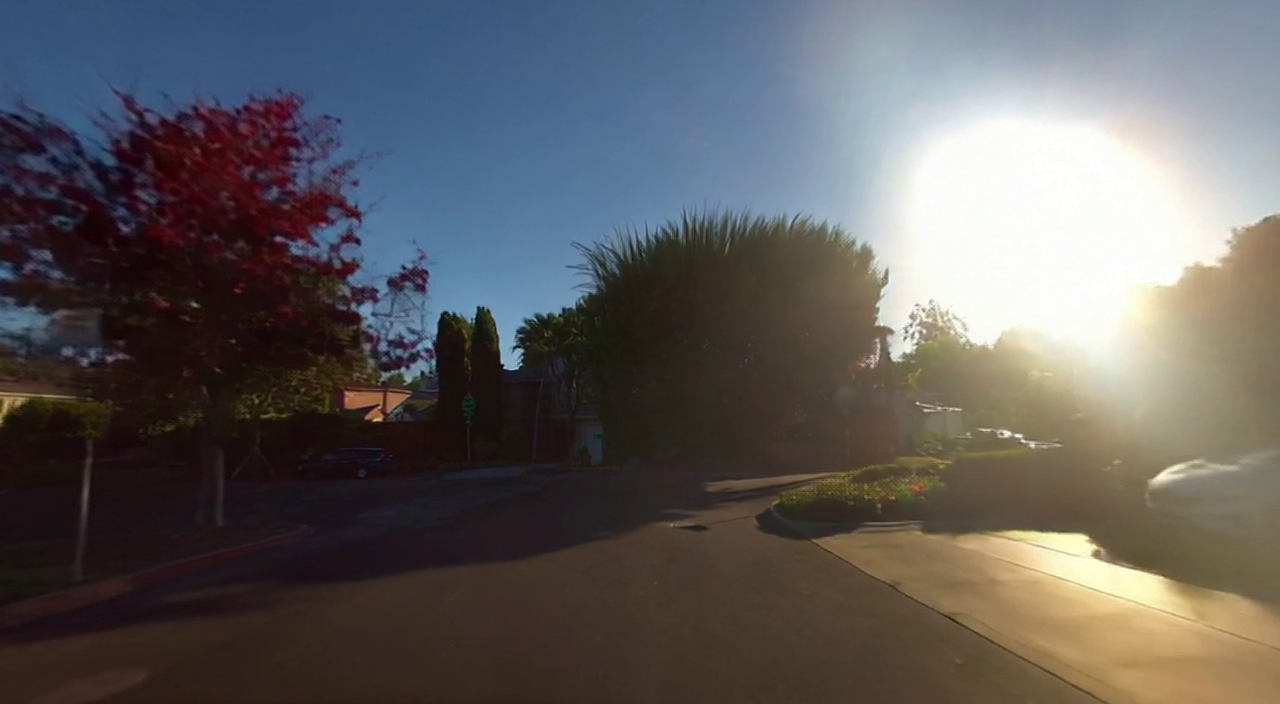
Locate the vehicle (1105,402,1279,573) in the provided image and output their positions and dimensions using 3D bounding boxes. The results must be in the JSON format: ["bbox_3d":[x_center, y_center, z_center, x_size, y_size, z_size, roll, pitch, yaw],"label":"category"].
[{"bbox_3d":[8.887,1.572,7.535,4.801,1.788,2.073,-1,-9,6],"label":"vehicle"}]
